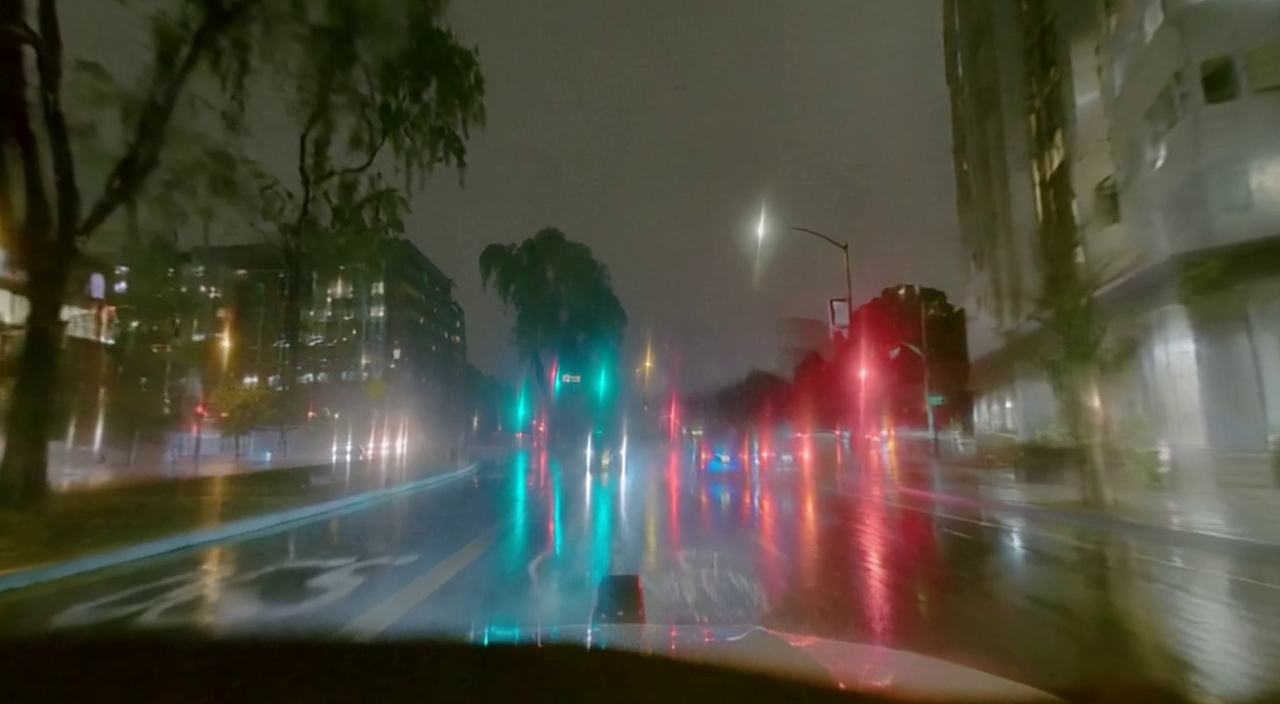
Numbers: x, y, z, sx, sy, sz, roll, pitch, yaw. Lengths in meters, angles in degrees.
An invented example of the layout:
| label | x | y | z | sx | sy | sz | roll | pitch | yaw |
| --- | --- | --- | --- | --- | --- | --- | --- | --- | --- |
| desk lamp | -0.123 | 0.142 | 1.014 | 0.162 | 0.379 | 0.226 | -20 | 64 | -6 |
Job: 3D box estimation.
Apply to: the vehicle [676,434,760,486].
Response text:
| label | x | y | z | sx | sy | sz | roll | pitch | yaw |
| --- | --- | --- | --- | --- | --- | --- | --- | --- | --- |
| vehicle | 2.420 | 3.512 | 20.790 | 1.918 | 1.479 | 4.468 | 1 | -9 | -3 |

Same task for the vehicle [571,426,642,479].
| label | x | y | z | sx | sy | sz | roll | pitch | yaw |
| --- | --- | --- | --- | --- | --- | --- | --- | --- | --- |
| vehicle | -1.286 | 3.610 | 22.714 | 2.317 | 1.713 | 4.231 | 1 | -9 | -5 |
